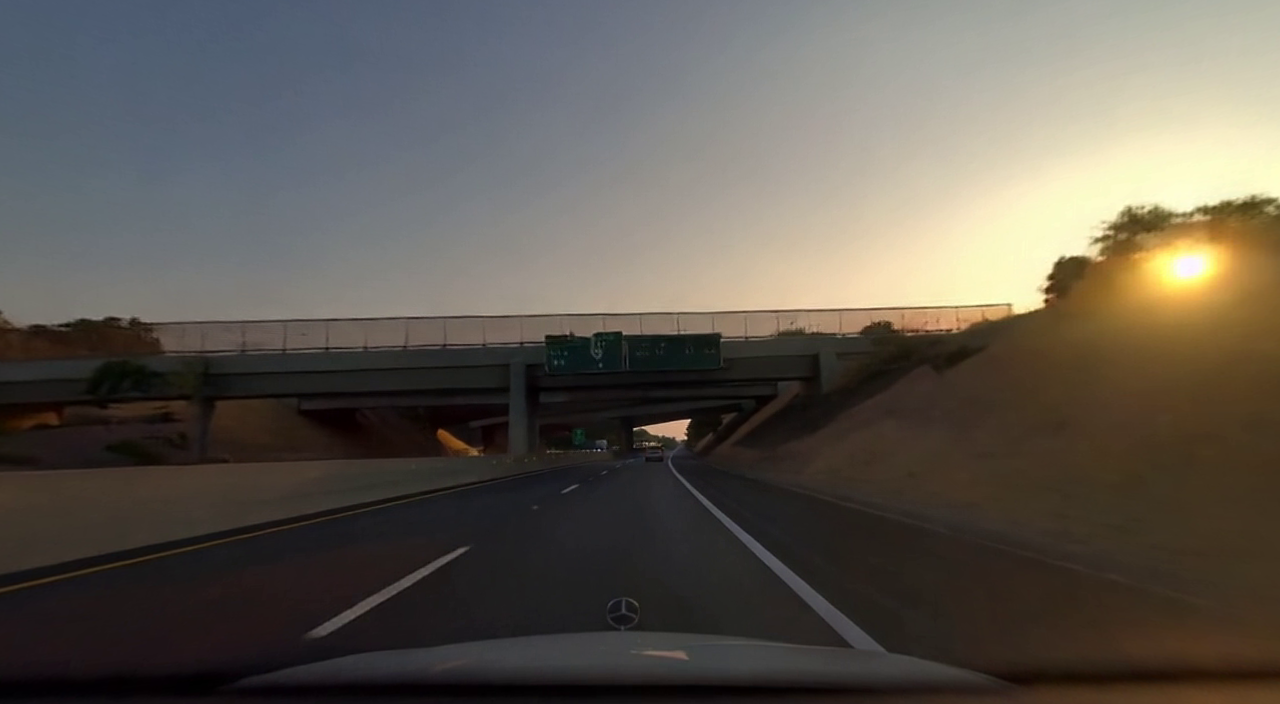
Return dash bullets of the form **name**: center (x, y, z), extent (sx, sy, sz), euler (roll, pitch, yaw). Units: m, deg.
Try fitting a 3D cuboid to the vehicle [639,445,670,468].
- **vehicle**: center (1.133, 7.844, 47.367), extent (2.221, 1.603, 4.149), euler (0, -9, 2)
